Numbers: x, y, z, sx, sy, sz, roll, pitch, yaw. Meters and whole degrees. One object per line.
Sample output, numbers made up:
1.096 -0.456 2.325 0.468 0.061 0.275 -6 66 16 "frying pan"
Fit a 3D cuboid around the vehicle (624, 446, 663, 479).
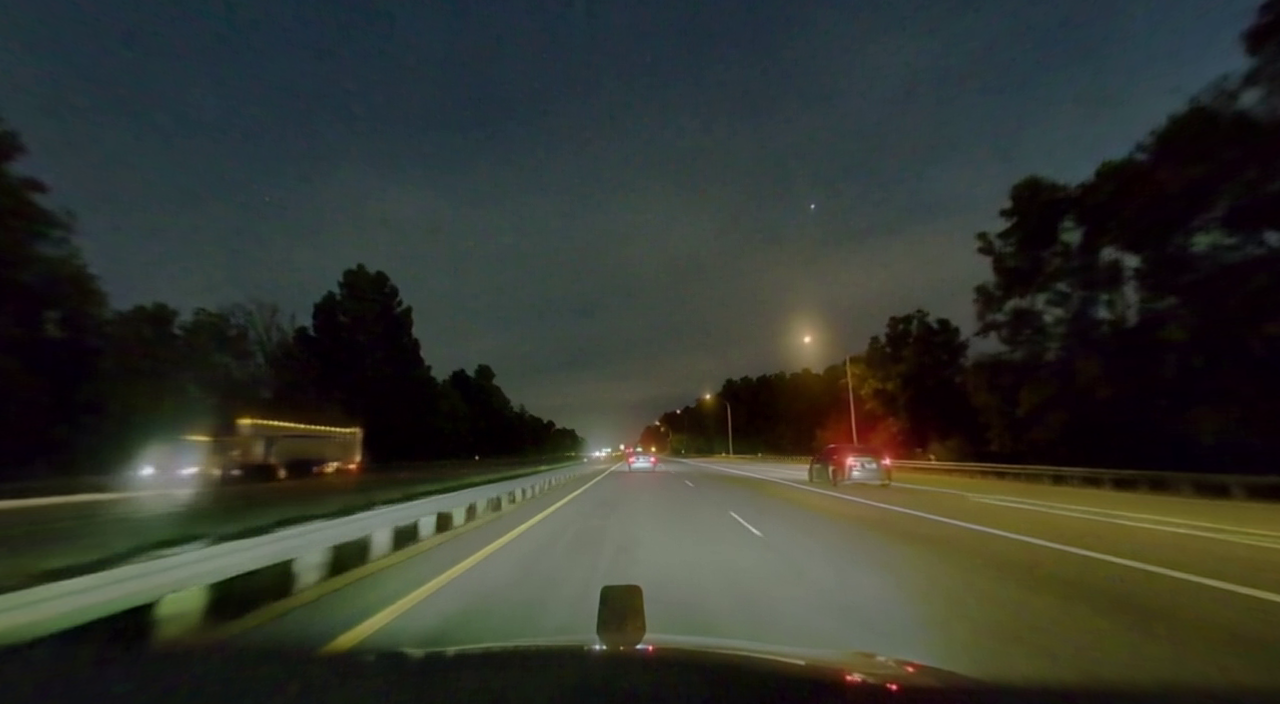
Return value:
0.141 5.932 34.111 1.987 1.658 3.620 0 -9 -1 "vehicle"
